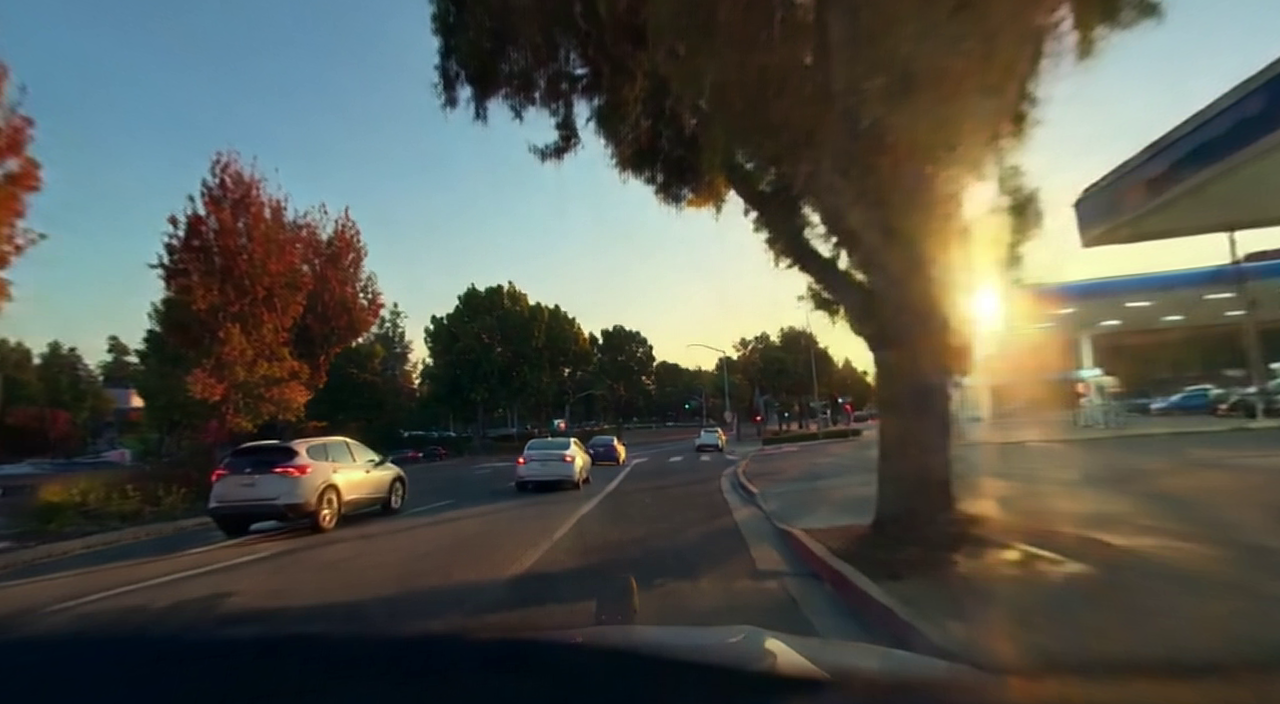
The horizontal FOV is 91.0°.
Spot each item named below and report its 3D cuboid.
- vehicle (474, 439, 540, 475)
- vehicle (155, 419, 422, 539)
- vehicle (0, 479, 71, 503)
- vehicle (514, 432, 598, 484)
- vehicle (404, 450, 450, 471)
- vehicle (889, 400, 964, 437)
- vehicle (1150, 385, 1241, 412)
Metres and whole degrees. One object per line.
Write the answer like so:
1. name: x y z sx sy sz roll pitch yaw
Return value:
1. vehicle: -5.904 4.722 28.542 1.875 1.479 4.558 -1 -8 2
2. vehicle: -6.146 2.266 11.893 2.102 1.774 4.662 -1 -8 4
3. vehicle: -44.026 9.980 45.212 4.384 1.490 2.031 -1 -10 2
4. vehicle: -2.694 3.526 21.211 2.060 1.580 3.980 -1 -8 4
5. vehicle: -15.907 8.128 47.197 1.870 1.458 4.143 -1 -8 2
6. vehicle: 18.921 4.506 41.976 2.322 2.152 5.668 -2 -8 0
7. vehicle: 37.762 3.236 42.955 1.816 1.452 4.698 -7 -7 0
